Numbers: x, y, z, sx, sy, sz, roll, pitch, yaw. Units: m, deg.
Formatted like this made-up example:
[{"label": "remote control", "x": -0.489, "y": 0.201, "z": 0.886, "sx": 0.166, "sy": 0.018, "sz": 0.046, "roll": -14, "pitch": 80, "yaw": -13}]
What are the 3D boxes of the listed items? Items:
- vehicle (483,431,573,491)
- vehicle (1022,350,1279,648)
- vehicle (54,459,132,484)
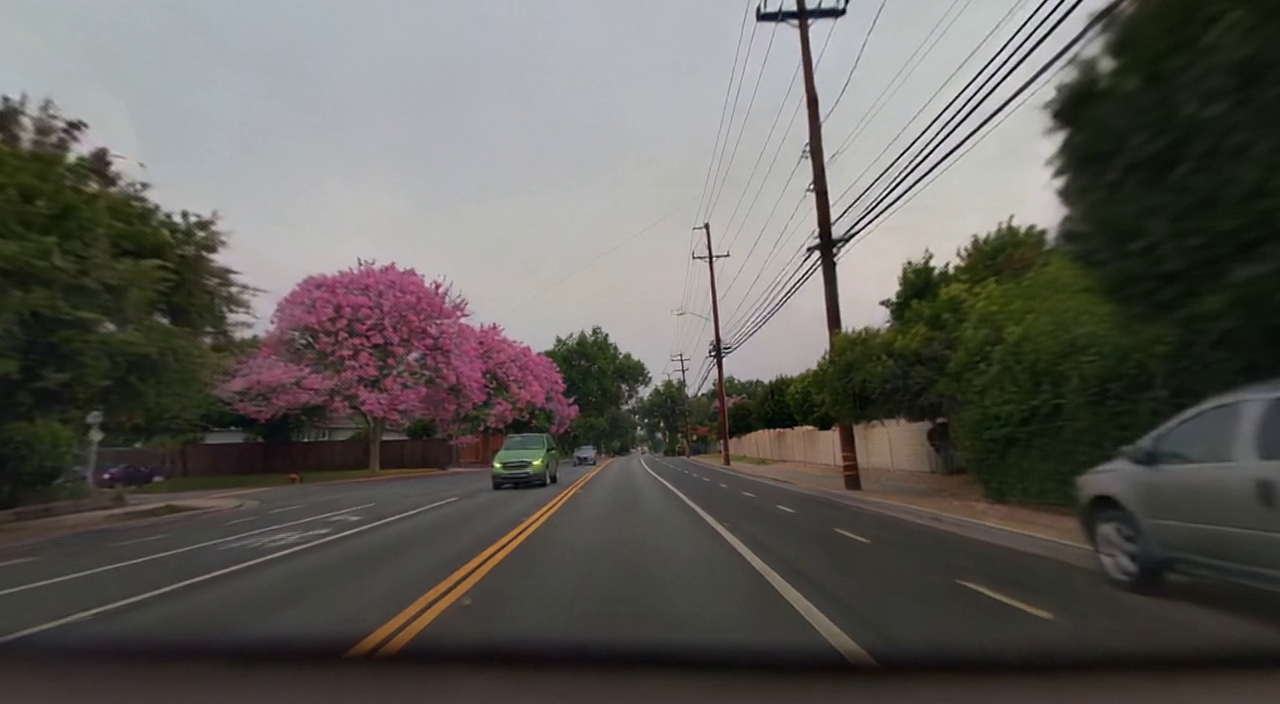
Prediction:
[{"label": "vehicle", "x": -3.839, "y": 3.849, "z": 22.731, "sx": 2.357, "sy": 1.893, "sz": 5.084, "roll": 0, "pitch": -9, "yaw": -1}, {"label": "vehicle", "x": 5.449, "y": 1.007, "z": 4.347, "sx": 2.238, "sy": 1.995, "sz": 5.491, "roll": 0, "pitch": -9, "yaw": 1}, {"label": "vehicle", "x": -37.026, "y": 8.090, "z": 42.880, "sx": 1.669, "sy": 1.429, "sz": 4.145, "roll": -2, "pitch": -8, "yaw": -1}]
